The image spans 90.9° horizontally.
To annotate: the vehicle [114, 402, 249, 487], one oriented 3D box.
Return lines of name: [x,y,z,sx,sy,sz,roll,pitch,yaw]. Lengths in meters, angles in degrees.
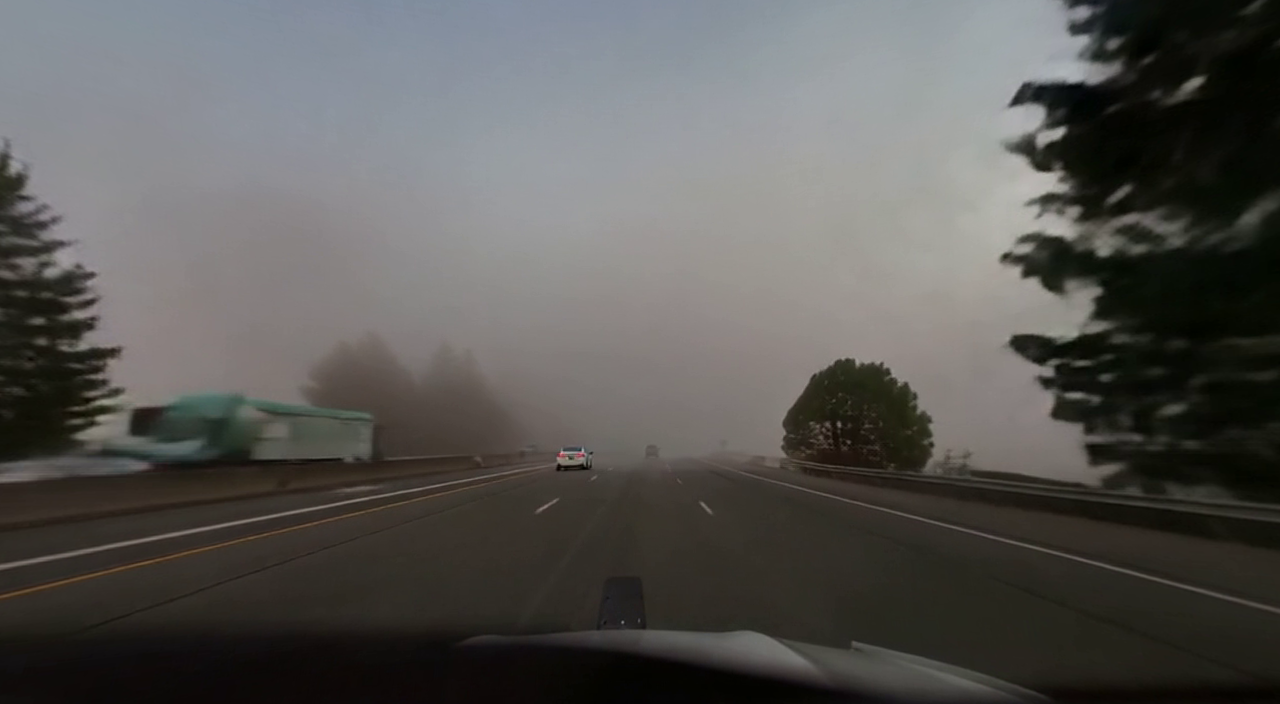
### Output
vehicle: [-19.786,4.025,27.428,3.344,3.469,2.977,0,-9,1]

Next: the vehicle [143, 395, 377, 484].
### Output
vehicle: [-19.679,4.961,34.932,3.557,3.870,14.807,0,-9,1]

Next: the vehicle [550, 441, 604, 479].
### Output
vehicle: [-2.809,4.945,29.021,1.959,1.571,4.313,0,-9,2]
